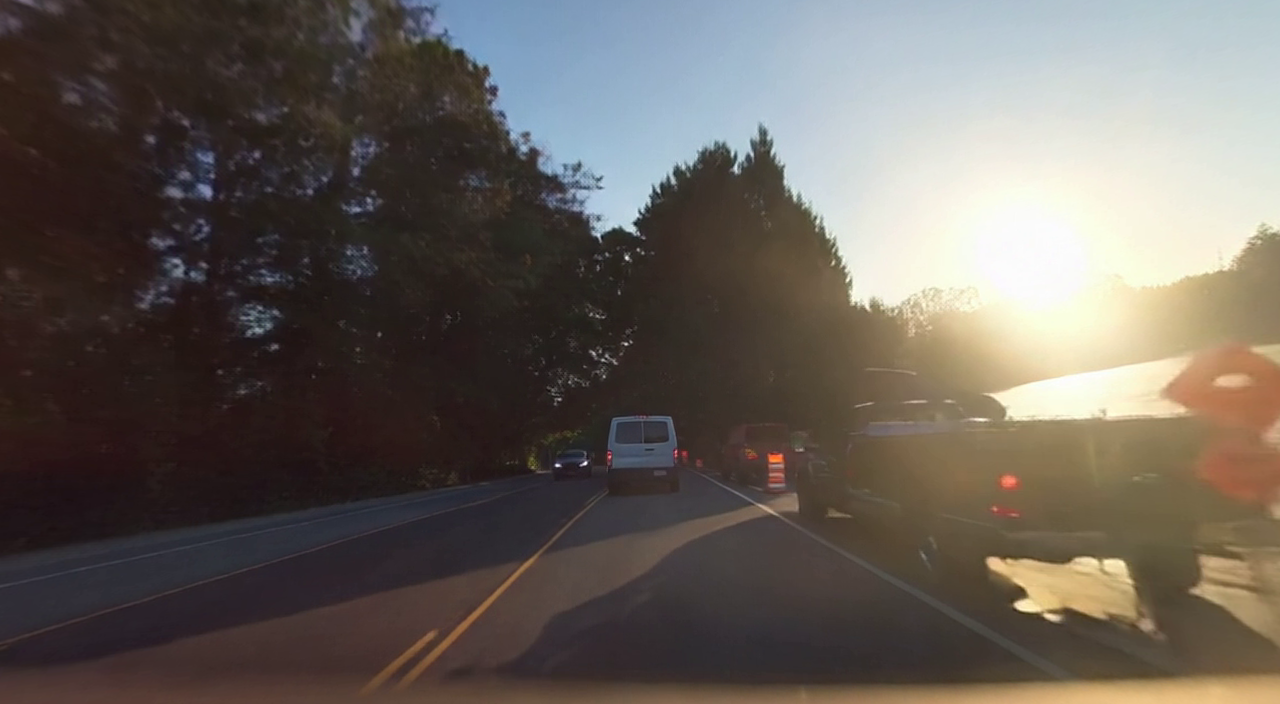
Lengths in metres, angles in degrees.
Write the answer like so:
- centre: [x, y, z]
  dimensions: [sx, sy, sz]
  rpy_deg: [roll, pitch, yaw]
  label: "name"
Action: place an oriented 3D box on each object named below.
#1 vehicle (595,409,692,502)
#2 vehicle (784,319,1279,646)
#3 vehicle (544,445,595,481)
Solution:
- centre: [0.234, 2.877, 17.923]
  dimensions: [2.362, 2.247, 4.892]
  rpy_deg: [0, -9, 4]
  label: "vehicle"
- centre: [3.876, 1.360, 7.817]
  dimensions: [2.833, 2.033, 7.668]
  rpy_deg: [0, -8, 4]
  label: "vehicle"
- centre: [-3.853, 6.155, 35.493]
  dimensions: [2.230, 1.842, 5.014]
  rpy_deg: [0, -8, 0]
  label: "vehicle"
